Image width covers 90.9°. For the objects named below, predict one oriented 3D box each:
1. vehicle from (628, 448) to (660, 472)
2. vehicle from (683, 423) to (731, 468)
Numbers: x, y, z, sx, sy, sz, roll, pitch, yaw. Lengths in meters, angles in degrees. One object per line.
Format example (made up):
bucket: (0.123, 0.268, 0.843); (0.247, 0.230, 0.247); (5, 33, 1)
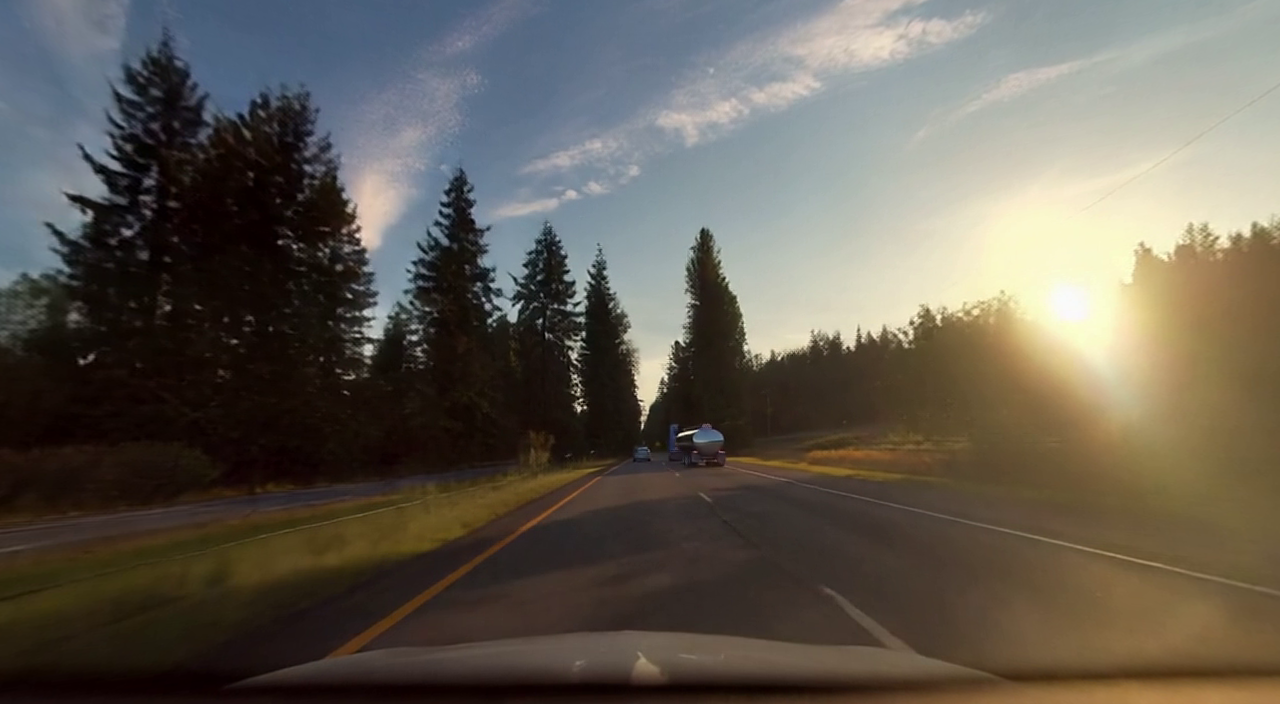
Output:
vehicle: (0.227, 6.749, 39.443); (1.926, 1.386, 3.615); (0, -9, 0)
vehicle: (4.892, 7.037, 47.274); (2.718, 3.034, 7.395); (0, -9, 0)
